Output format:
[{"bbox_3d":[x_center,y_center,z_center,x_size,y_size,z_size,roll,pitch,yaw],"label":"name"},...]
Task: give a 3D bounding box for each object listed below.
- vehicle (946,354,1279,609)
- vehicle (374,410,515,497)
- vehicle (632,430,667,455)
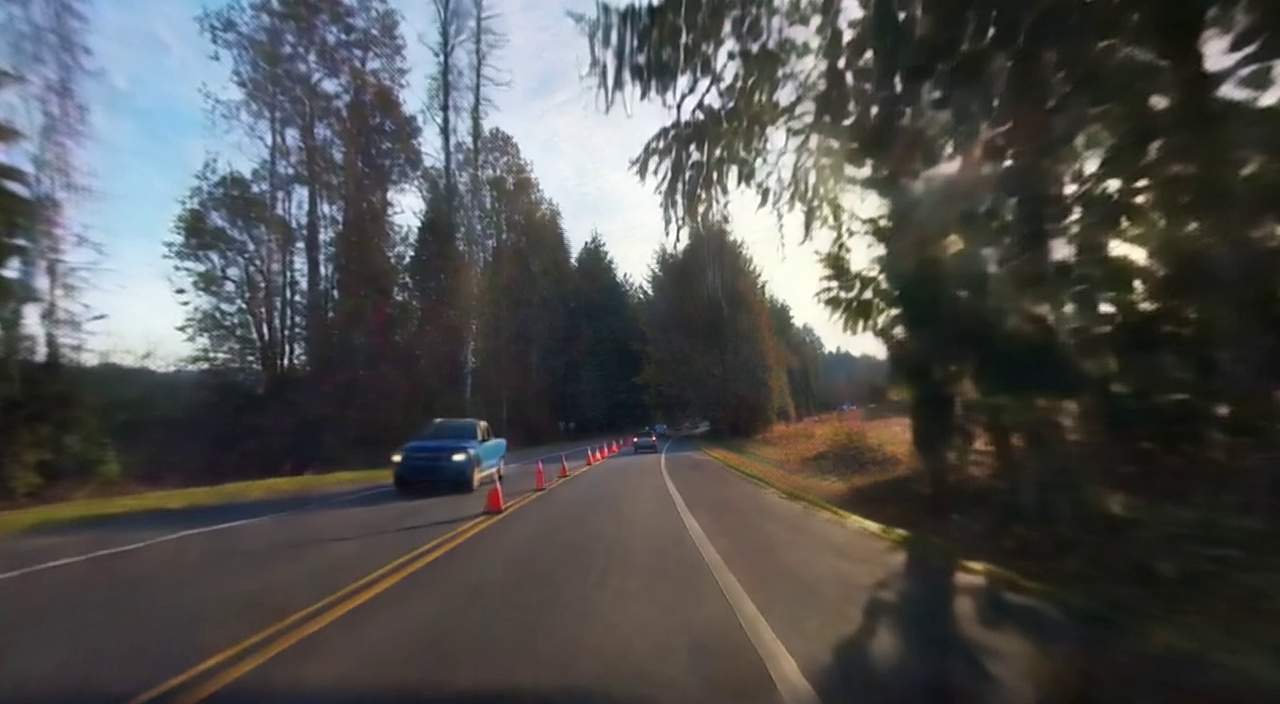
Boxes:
[{"bbox_3d":[8.161,2.154,10.472,4.566,3.046,2.625,12,-9,-7],"label":"vehicle"},{"bbox_3d":[-4.703,2.545,16.013,2.079,1.880,4.493,0,-8,1],"label":"vehicle"},{"bbox_3d":[0.659,5.679,39.595,2.042,1.489,3.963,-1,-8,3],"label":"vehicle"}]
